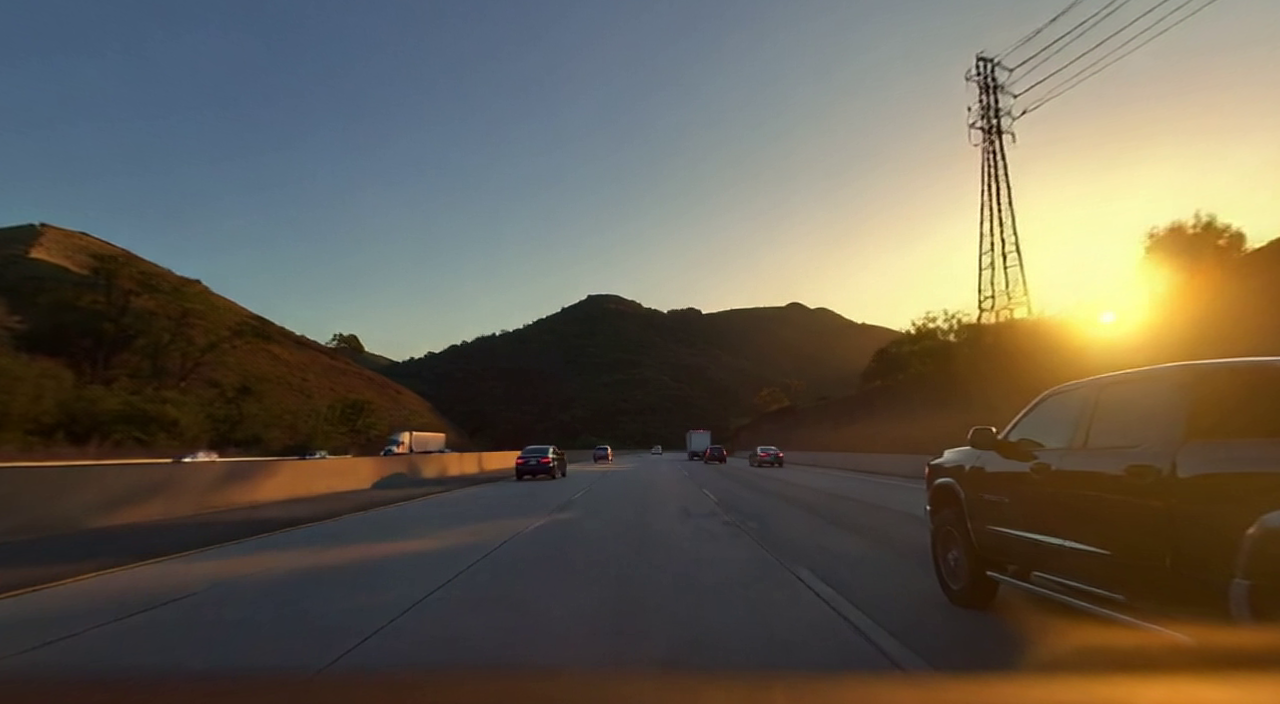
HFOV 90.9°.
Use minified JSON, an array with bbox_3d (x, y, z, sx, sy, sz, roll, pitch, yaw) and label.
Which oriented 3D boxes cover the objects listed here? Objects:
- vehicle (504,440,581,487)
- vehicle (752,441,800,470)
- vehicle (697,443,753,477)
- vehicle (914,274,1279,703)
[{"bbox_3d":[-3.630,4.254,24.437,2.113,1.636,4.494,-1,-8,2],"label":"vehicle"},{"bbox_3d":[8.274,6.311,38.745,1.986,1.633,4.430,0,-8,1],"label":"vehicle"},{"bbox_3d":[3.950,5.090,29.914,2.046,1.471,4.333,0,-8,0],"label":"vehicle"},{"bbox_3d":[3.442,0.757,2.872,2.098,1.925,5.171,0,-8,1],"label":"vehicle"}]
